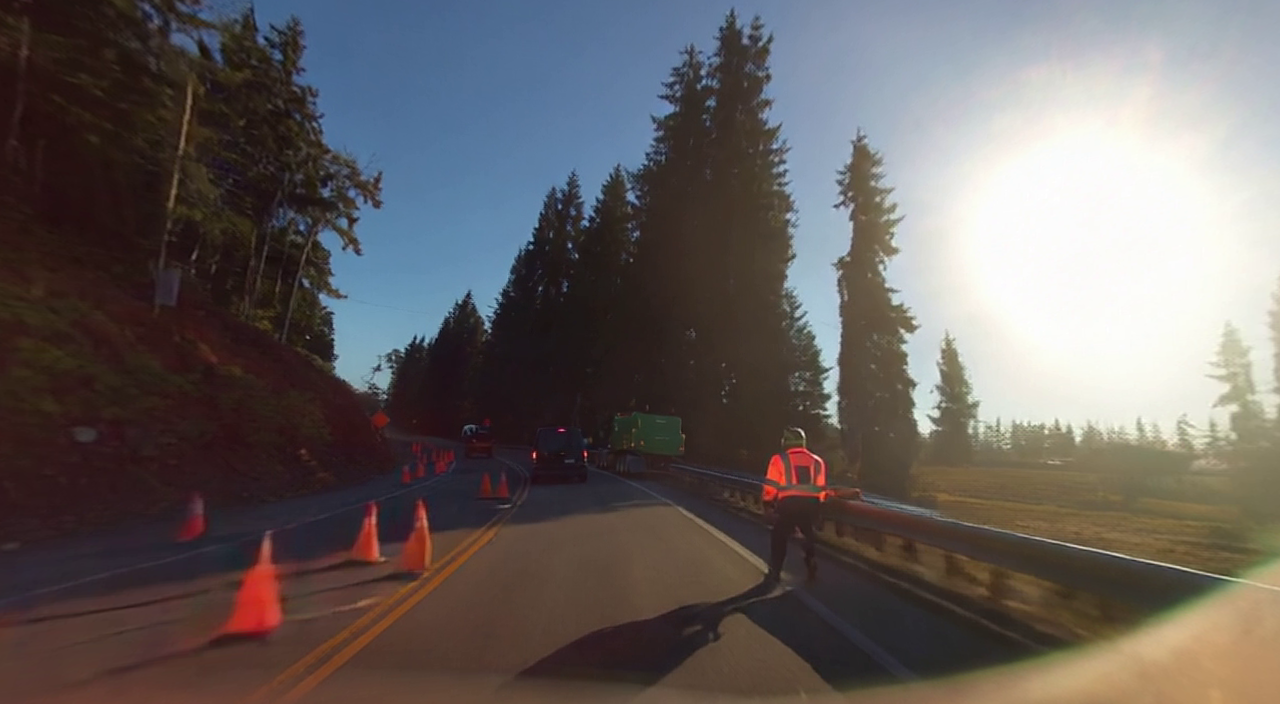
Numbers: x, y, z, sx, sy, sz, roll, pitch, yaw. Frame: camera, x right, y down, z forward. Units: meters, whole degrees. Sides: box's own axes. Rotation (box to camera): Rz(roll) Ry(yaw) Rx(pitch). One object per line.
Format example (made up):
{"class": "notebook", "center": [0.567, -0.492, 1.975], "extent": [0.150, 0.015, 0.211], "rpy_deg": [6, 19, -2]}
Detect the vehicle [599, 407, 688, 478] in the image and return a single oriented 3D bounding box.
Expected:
{"class": "vehicle", "center": [-0.090, 4.789, 33.917], "extent": [3.126, 3.310, 8.534], "rpy_deg": [1, -8, -11]}

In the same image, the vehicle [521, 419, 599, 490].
{"class": "vehicle", "center": [-2.998, 3.620, 22.659], "extent": [2.362, 2.223, 4.892], "rpy_deg": [2, -9, -12]}
